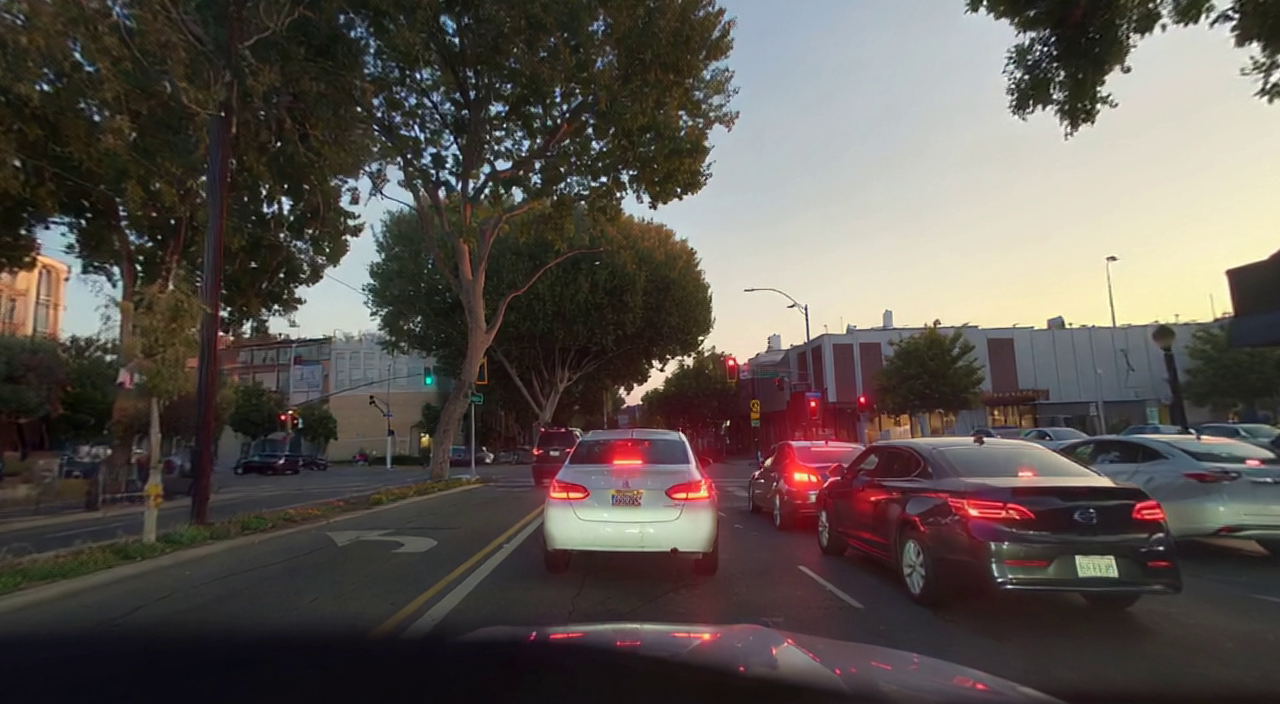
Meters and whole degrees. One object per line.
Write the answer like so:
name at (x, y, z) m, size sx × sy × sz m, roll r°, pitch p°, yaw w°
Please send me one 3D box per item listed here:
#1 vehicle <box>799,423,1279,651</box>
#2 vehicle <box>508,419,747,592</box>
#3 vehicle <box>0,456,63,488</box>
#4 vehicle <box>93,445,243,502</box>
vehicle at (3.208, 1.543, 6.436) m, size 1.912 × 1.454 × 4.537 m, roll 0°, pitch -9°, yaw -1°
vehicle at (-0.142, 1.667, 7.684) m, size 2.118 × 1.512 × 4.013 m, roll 0°, pitch -9°, yaw -1°
vehicle at (-31.734, 5.992, 31.560) m, size 1.913 × 1.531 × 4.000 m, roll -9°, pitch -12°, yaw 43°
vehicle at (-15.103, 3.860, 20.556) m, size 1.933 × 1.614 × 4.042 m, roll 0°, pitch -9°, yaw -4°
